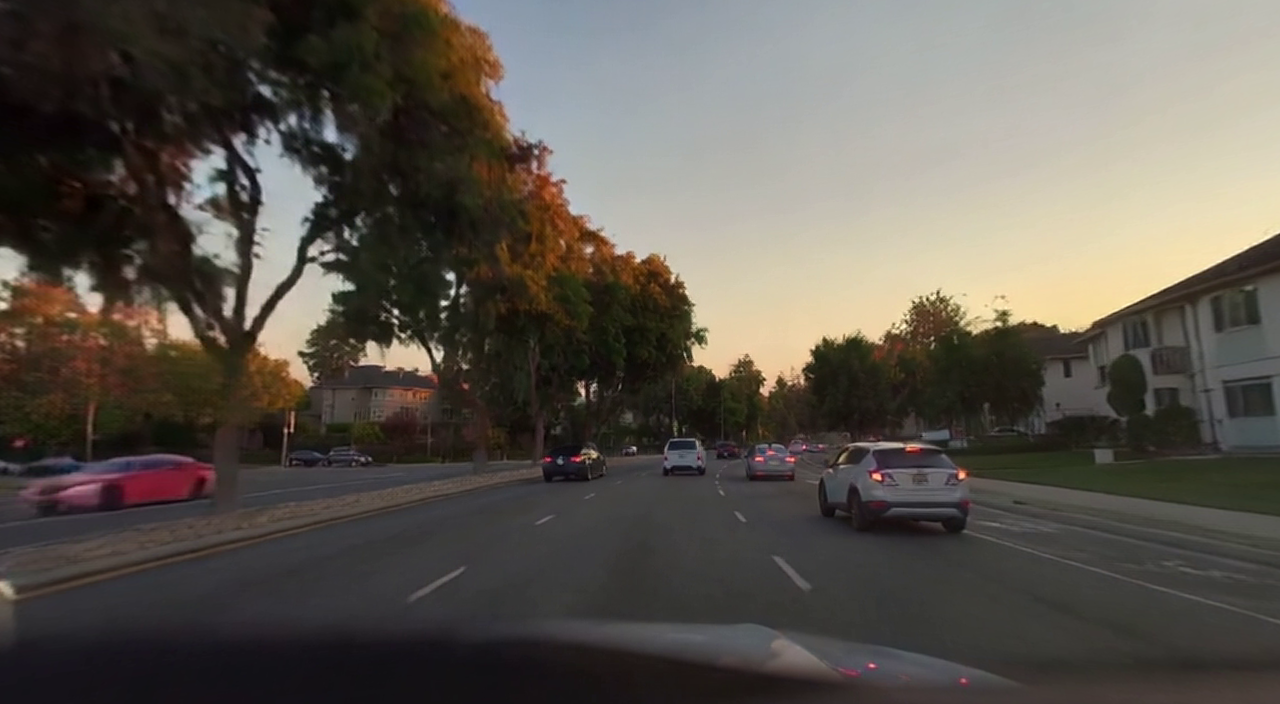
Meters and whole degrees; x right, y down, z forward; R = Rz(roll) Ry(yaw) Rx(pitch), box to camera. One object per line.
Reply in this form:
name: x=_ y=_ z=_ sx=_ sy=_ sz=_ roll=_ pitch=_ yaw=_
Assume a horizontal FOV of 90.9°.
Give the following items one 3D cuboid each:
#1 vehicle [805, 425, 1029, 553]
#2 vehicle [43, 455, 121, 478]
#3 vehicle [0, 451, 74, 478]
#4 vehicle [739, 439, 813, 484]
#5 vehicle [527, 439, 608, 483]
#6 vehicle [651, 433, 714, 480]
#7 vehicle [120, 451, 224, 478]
vehicle: x=3.843 y=1.943 z=9.478 sx=1.859 sy=1.540 sz=3.454 roll=-1 pitch=-9 yaw=2
vehicle: x=-35.969 y=7.384 z=40.660 sx=3.413 sy=1.370 sz=1.645 roll=-1 pitch=-9 yaw=2
vehicle: x=-37.080 y=6.766 z=37.941 sx=4.101 sy=1.535 sz=2.002 roll=0 pitch=-8 yaw=2
vehicle: x=4.896 y=3.990 z=23.270 sx=2.117 sy=1.472 sz=4.158 roll=-1 pitch=-9 yaw=5
vehicle: x=-2.581 y=4.053 z=23.677 sx=2.006 sy=1.464 sz=4.586 roll=-1 pitch=-9 yaw=7
vehicle: x=1.870 y=4.339 z=26.313 sx=2.250 sy=1.768 sz=4.574 roll=-2 pitch=-9 yaw=8
vehicle: x=-27.496 y=6.598 z=37.197 sx=1.816 sy=1.459 sz=4.453 roll=-5 pitch=-10 yaw=30
